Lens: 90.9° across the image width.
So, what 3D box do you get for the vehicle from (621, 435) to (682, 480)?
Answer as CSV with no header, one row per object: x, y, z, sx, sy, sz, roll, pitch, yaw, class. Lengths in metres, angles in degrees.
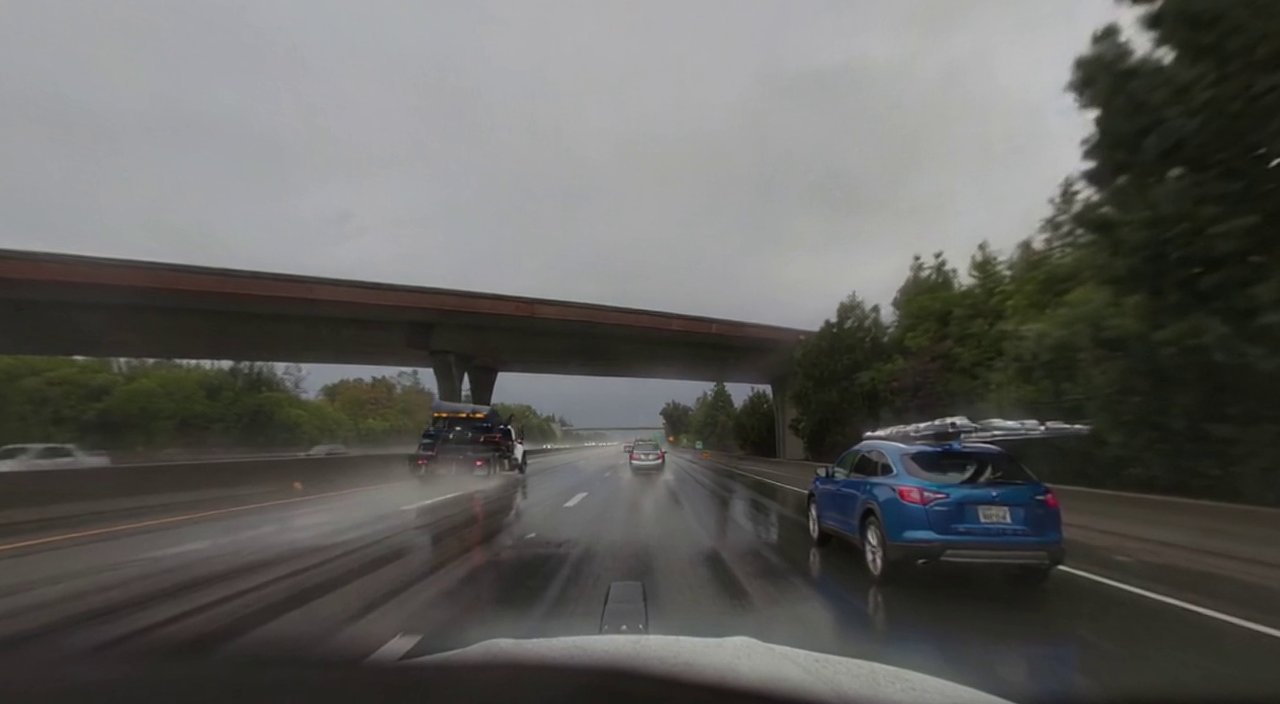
0.473,4.375,26.373,2.336,1.722,4.212,0,-8,0,vehicle

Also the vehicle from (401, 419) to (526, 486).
-6.589,3.905,24.835,2.827,2.236,7.057,0,-8,0,vehicle

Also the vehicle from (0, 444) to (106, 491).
-20.923,3.854,21.315,1.818,1.433,4.380,0,-8,1,vehicle
